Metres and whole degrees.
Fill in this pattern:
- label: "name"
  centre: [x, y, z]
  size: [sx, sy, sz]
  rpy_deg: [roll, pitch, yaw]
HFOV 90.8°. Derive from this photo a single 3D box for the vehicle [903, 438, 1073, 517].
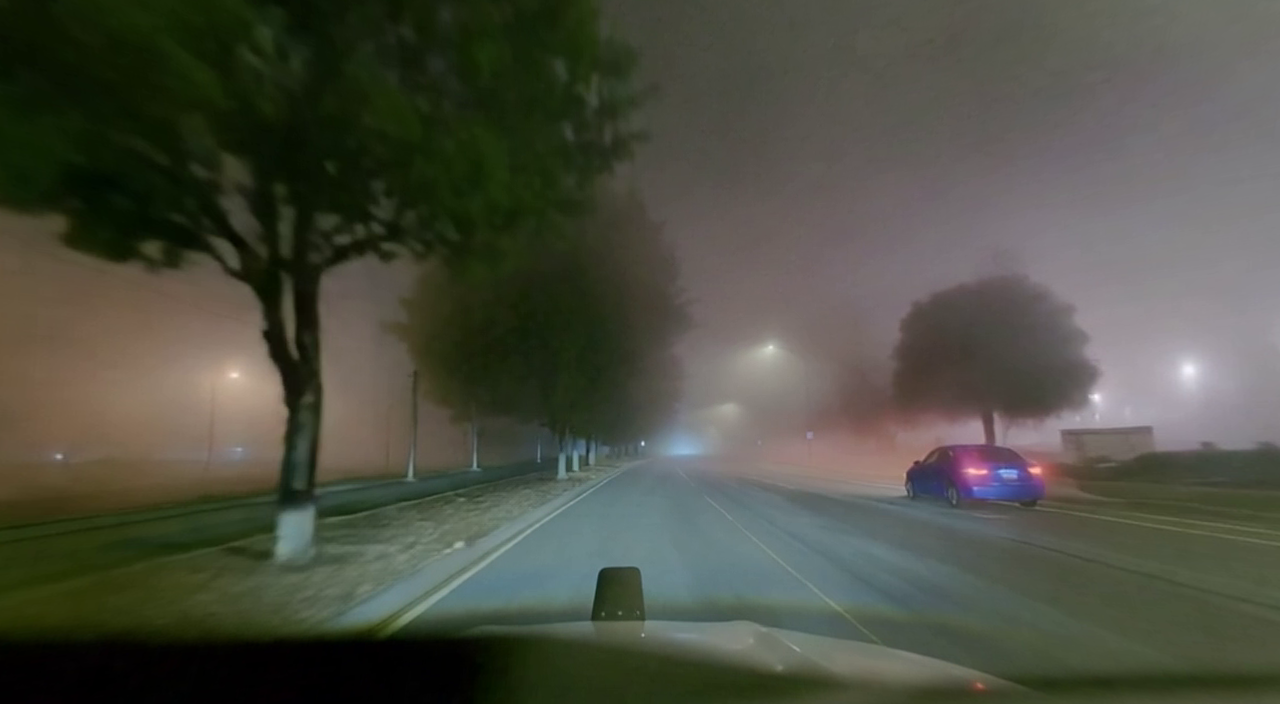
- label: "vehicle"
  centre: [7.501, 2.710, 14.046]
  size: [1.797, 1.518, 3.433]
  rpy_deg: [-1, -9, 1]
